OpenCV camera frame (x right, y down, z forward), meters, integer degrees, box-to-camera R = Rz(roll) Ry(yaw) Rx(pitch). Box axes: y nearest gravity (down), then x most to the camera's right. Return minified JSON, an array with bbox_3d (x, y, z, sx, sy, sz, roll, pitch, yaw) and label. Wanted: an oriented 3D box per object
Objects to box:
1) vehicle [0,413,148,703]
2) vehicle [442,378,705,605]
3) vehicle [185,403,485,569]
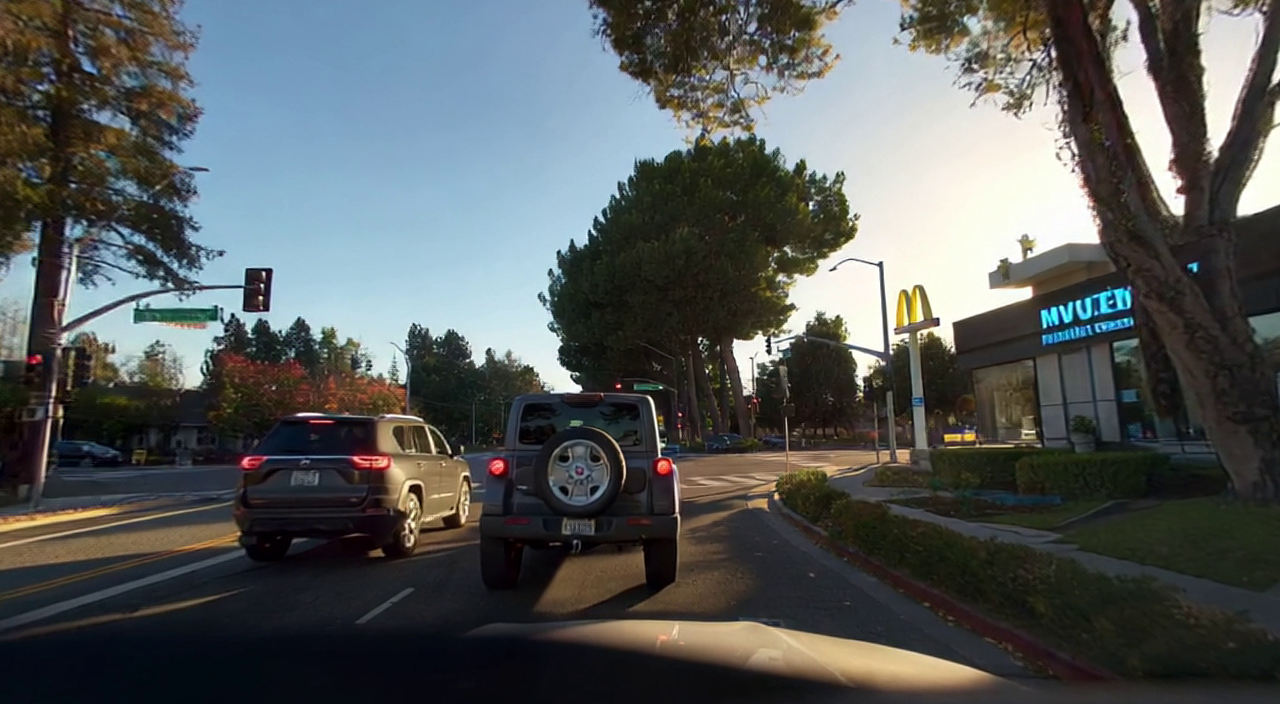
[{"bbox_3d":[-3.891,0.807,1.424,1.941,1.479,4.541,0,-8,-1],"label":"vehicle"},{"bbox_3d":[-0.617,1.527,7.787,2.224,1.923,4.643,0,-8,-2],"label":"vehicle"},{"bbox_3d":[-3.914,1.806,9.259,2.130,1.819,4.497,0,-9,0],"label":"vehicle"}]
